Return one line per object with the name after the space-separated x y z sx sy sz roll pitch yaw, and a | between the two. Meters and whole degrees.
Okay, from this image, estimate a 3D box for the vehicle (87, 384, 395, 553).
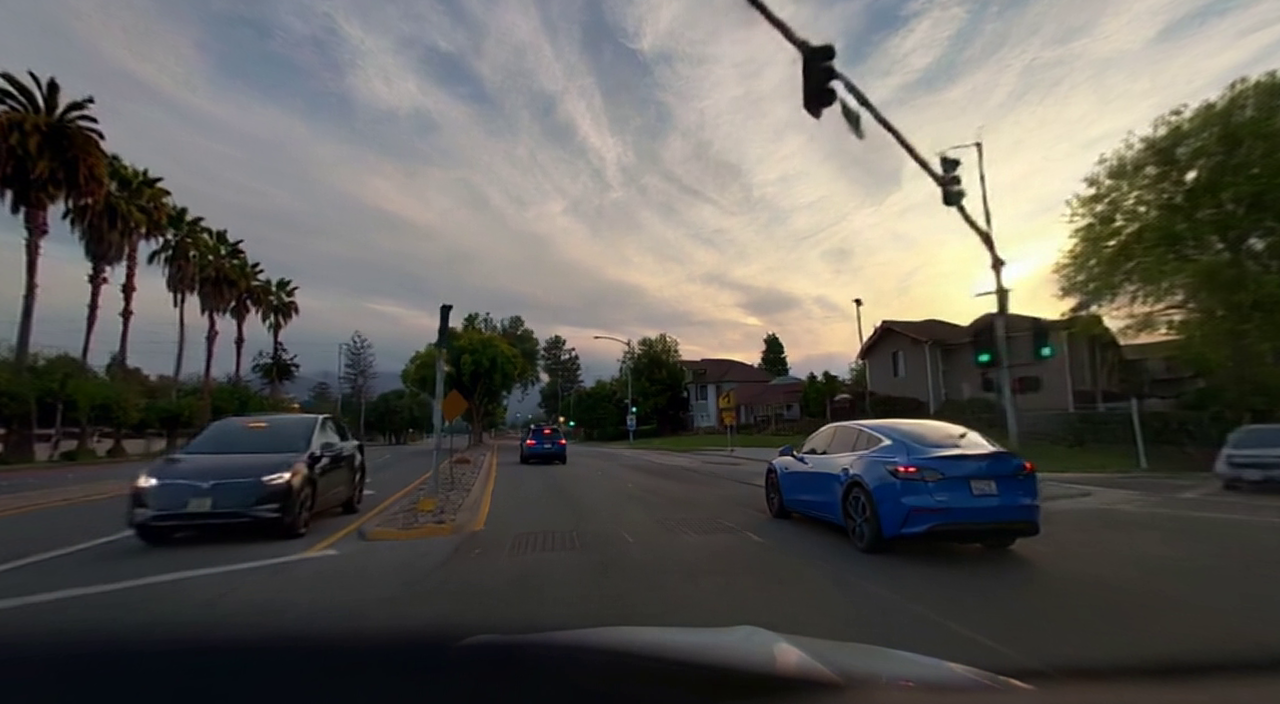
-5.579 1.714 9.969 2.283 1.878 5.384 2 -9 -12 | vehicle

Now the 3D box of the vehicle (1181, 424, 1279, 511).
14.667 2.570 14.748 5.224 1.688 2.290 5 -11 -42 | vehicle

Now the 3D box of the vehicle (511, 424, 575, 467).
-4.390 4.118 27.938 2.341 1.709 4.466 2 -9 -14 | vehicle

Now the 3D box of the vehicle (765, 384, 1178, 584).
3.645 1.588 8.491 2.205 1.803 5.135 1 -8 -9 | vehicle
